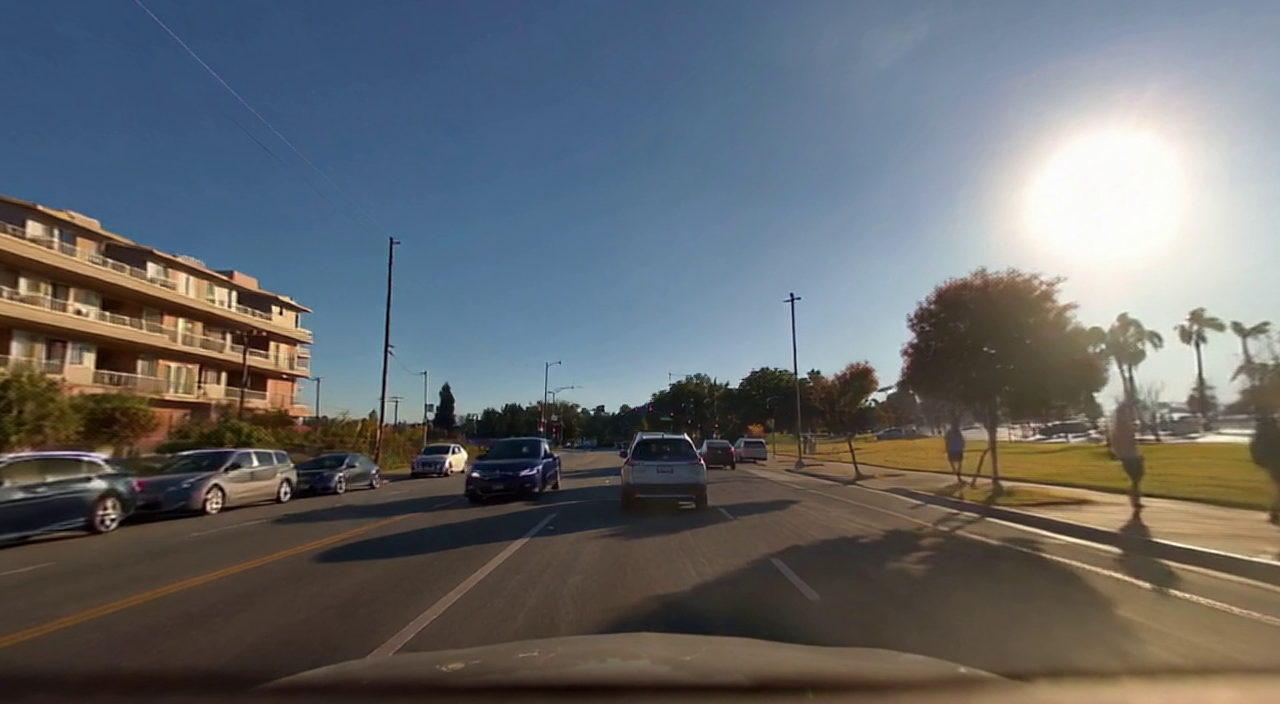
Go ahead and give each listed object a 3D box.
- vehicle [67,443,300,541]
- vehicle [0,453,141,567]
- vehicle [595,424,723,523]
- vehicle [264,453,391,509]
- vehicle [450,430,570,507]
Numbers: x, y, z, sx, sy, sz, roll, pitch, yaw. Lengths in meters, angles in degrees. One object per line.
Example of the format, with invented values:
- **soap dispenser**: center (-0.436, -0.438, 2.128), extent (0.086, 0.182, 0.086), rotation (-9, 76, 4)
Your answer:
- **vehicle**: center (-10.367, 3.122, 14.927), extent (1.940, 1.816, 4.721), rotation (-1, -8, 1)
- **vehicle**: center (-10.449, 2.421, 9.741), extent (1.869, 1.647, 4.281), rotation (-1, -9, 1)
- **vehicle**: center (0.293, 2.323, 12.525), extent (2.132, 1.632, 3.838), rotation (0, -9, 0)
- **vehicle**: center (-10.214, 4.212, 21.081), extent (1.860, 1.487, 4.658), rotation (-1, -8, 0)
- **vehicle**: center (-3.149, 2.946, 16.341), extent (2.086, 1.702, 4.451), rotation (-1, -9, 1)
